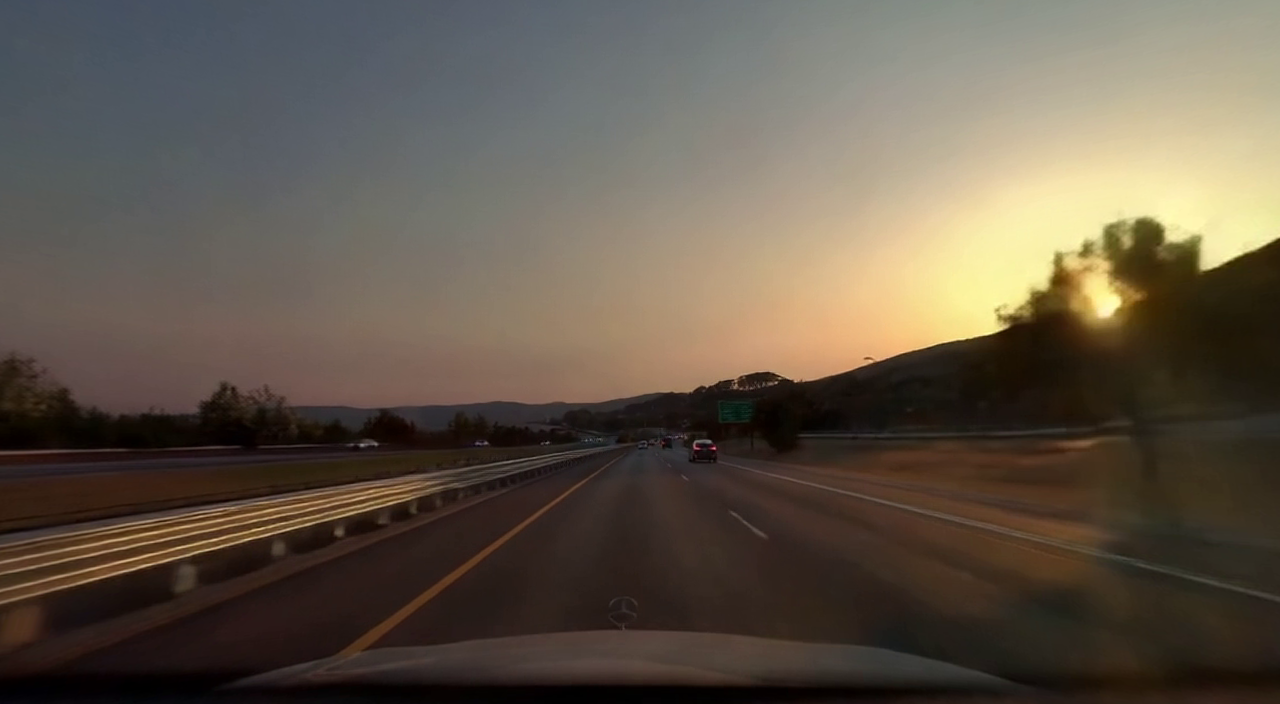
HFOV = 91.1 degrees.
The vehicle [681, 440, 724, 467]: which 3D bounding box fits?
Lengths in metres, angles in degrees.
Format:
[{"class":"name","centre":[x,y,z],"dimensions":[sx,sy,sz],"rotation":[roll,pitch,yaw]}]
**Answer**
[{"class":"vehicle","centre":[3.698,6.080,37.773],"dimensions":[2.044,1.527,4.658],"rotation":[0,-8,-1]}]
